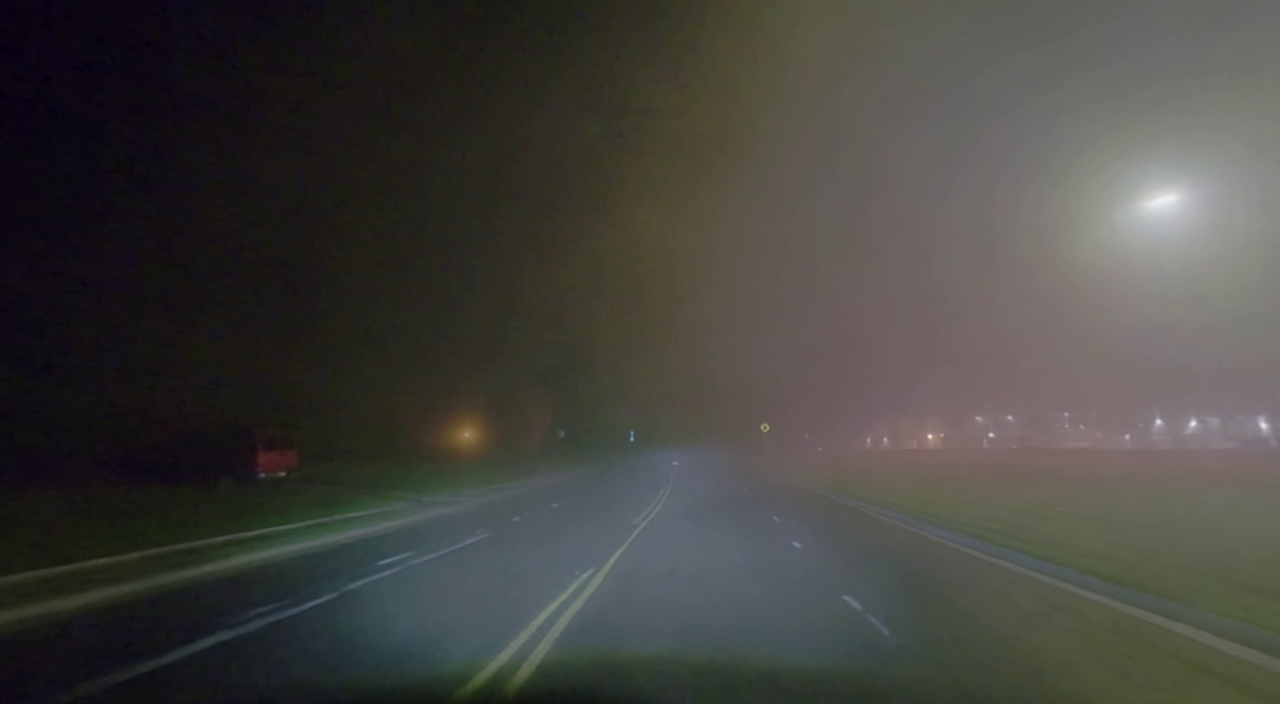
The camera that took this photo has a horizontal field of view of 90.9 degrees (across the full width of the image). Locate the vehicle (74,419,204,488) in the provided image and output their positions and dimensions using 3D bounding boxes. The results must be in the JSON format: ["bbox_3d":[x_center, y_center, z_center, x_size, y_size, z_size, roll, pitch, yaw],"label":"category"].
[{"bbox_3d":[-14.451,2.941,18.499,2.192,1.740,4.521,5,-10,-29],"label":"vehicle"}]

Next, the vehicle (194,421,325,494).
[{"bbox_3d":[-10.868,3.120,18.486,2.244,1.796,5.170,5,-11,-20],"label":"vehicle"}]
